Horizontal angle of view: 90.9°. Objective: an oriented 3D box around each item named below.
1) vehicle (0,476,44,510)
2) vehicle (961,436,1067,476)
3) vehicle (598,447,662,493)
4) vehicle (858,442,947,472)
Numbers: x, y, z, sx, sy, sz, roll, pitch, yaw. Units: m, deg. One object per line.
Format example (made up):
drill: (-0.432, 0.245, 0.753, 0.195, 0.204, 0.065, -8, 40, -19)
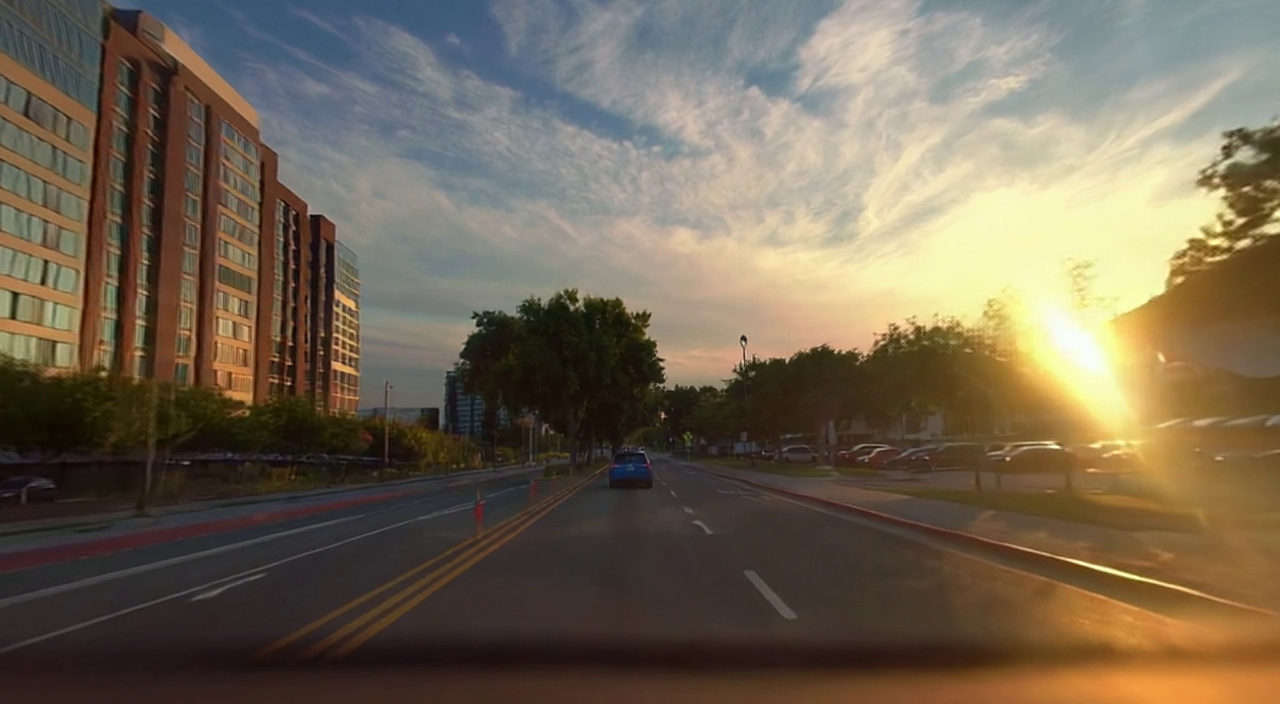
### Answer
vehicle: (-32.565, 7.303, 32.802, 1.970, 1.476, 3.940, 7, -12, -41)
vehicle: (15.181, 4.247, 25.844, 1.913, 1.470, 3.714, 0, -9, -3)
vehicle: (-0.383, 4.121, 22.429, 2.063, 1.442, 4.135, 0, -9, -2)
vehicle: (14.335, 5.722, 34.614, 4.003, 1.476, 1.884, -2, -8, 2)
